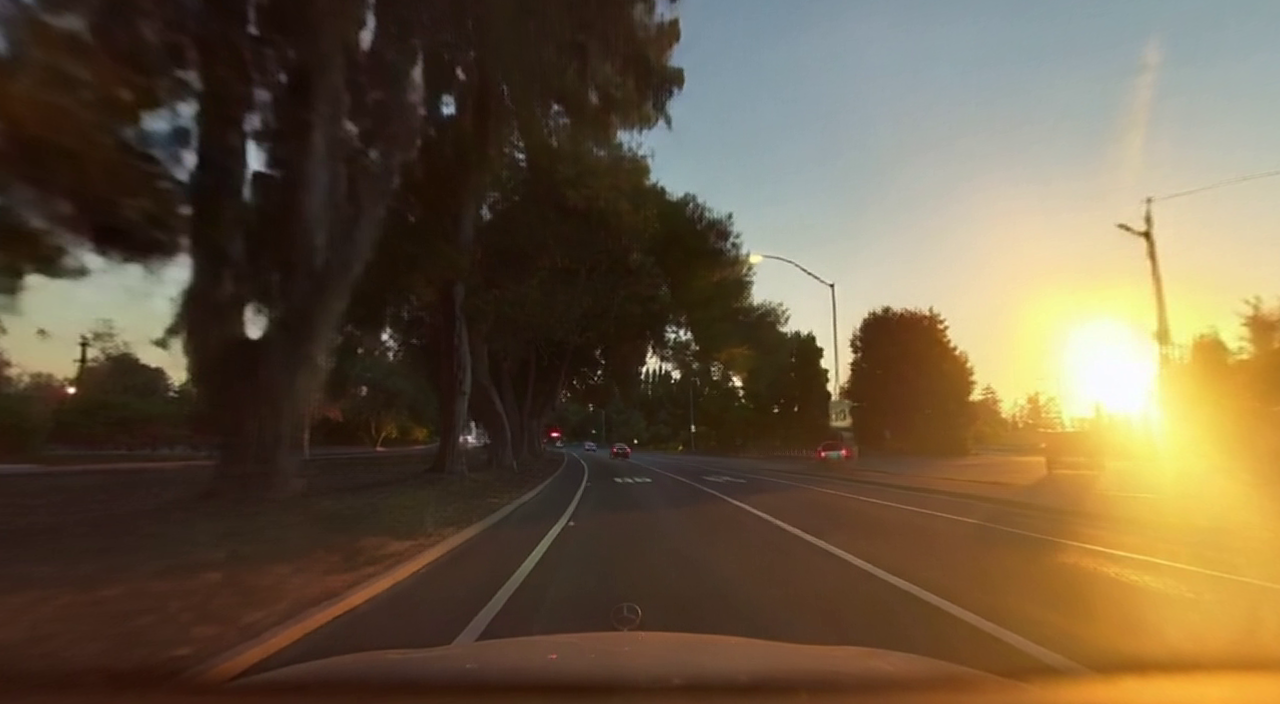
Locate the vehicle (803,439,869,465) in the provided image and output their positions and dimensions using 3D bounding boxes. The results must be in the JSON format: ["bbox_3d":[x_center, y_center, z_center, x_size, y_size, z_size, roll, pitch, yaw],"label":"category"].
[{"bbox_3d":[14.876,7.613,48.057,4.457,1.724,1.871,3,-8,-3],"label":"vehicle"}]

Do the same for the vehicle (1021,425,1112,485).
[{"bbox_3d":[23.250,5.637,34.757,2.236,2.968,6.014,-3,-9,17],"label":"vehicle"}]
